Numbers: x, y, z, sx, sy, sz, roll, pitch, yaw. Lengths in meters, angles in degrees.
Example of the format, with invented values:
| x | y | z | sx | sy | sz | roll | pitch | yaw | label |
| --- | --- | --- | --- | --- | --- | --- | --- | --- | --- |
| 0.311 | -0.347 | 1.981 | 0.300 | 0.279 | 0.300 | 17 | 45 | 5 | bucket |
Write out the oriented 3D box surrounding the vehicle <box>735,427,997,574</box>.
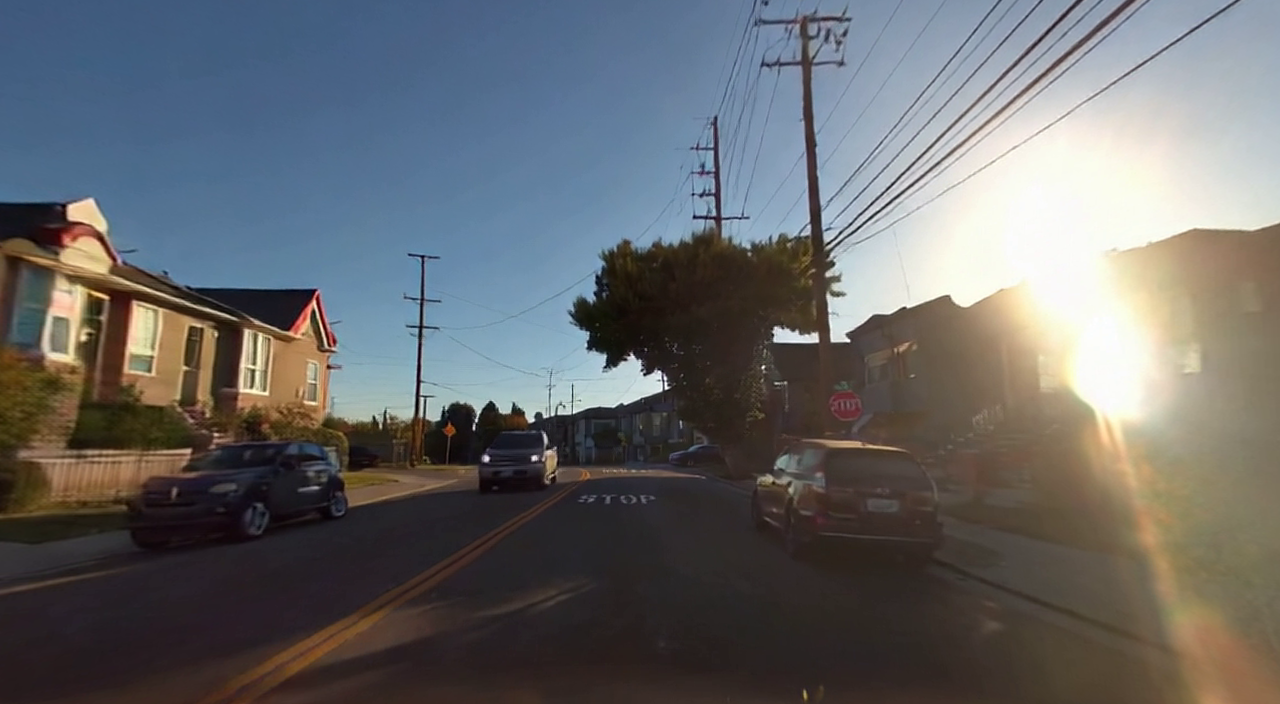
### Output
| x | y | z | sx | sy | sz | roll | pitch | yaw | label |
| --- | --- | --- | --- | --- | --- | --- | --- | --- | --- |
| 2.728 | 1.911 | 8.963 | 2.080 | 1.531 | 4.415 | 0 | -9 | 0 | vehicle |

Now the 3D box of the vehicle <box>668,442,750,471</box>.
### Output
| x | y | z | sx | sy | sz | roll | pitch | yaw | label |
| --- | --- | --- | --- | --- | --- | --- | --- | --- | --- |
| 5.044 | 7.663 | 46.405 | 5.578 | 1.842 | 2.300 | 4 | -10 | -12 | vehicle |

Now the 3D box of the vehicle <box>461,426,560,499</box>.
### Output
| x | y | z | sx | sy | sz | roll | pitch | yaw | label |
| --- | --- | --- | --- | --- | --- | --- | --- | --- | --- |
| -3.818 | 3.343 | 19.512 | 2.277 | 1.970 | 4.512 | 0 | -9 | -3 | vehicle |

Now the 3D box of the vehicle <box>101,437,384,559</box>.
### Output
| x | y | z | sx | sy | sz | roll | pitch | yaw | label |
| --- | --- | --- | --- | --- | --- | --- | --- | --- | --- |
| -6.851 | 2.489 | 11.724 | 2.156 | 1.728 | 4.619 | -2 | -8 | 2 | vehicle |
